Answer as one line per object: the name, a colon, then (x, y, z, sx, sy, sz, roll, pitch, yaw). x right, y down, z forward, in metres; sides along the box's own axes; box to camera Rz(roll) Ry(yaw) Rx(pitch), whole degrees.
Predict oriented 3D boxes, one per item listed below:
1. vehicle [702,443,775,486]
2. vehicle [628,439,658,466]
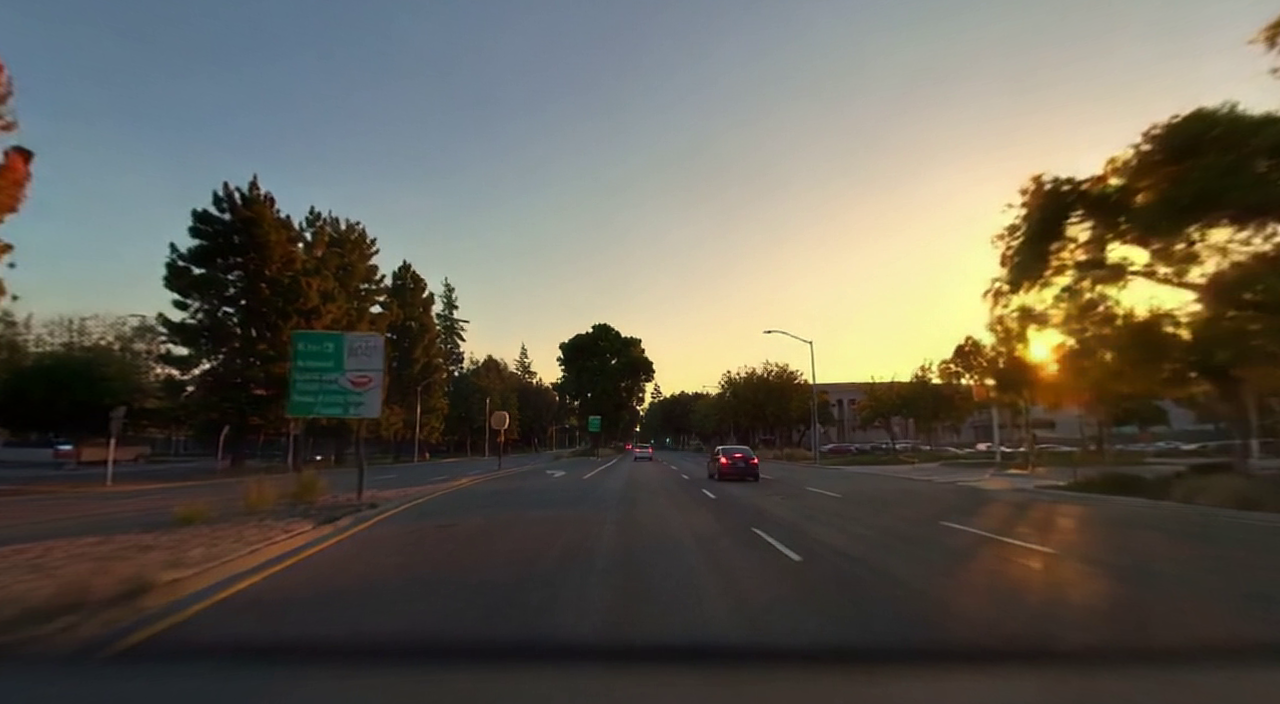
vehicle: (3.625, 4.226, 24.136, 1.948, 1.479, 4.620, 0, -8, -2)
vehicle: (0.154, 7.108, 44.673, 1.988, 1.800, 4.322, 0, -8, -1)
